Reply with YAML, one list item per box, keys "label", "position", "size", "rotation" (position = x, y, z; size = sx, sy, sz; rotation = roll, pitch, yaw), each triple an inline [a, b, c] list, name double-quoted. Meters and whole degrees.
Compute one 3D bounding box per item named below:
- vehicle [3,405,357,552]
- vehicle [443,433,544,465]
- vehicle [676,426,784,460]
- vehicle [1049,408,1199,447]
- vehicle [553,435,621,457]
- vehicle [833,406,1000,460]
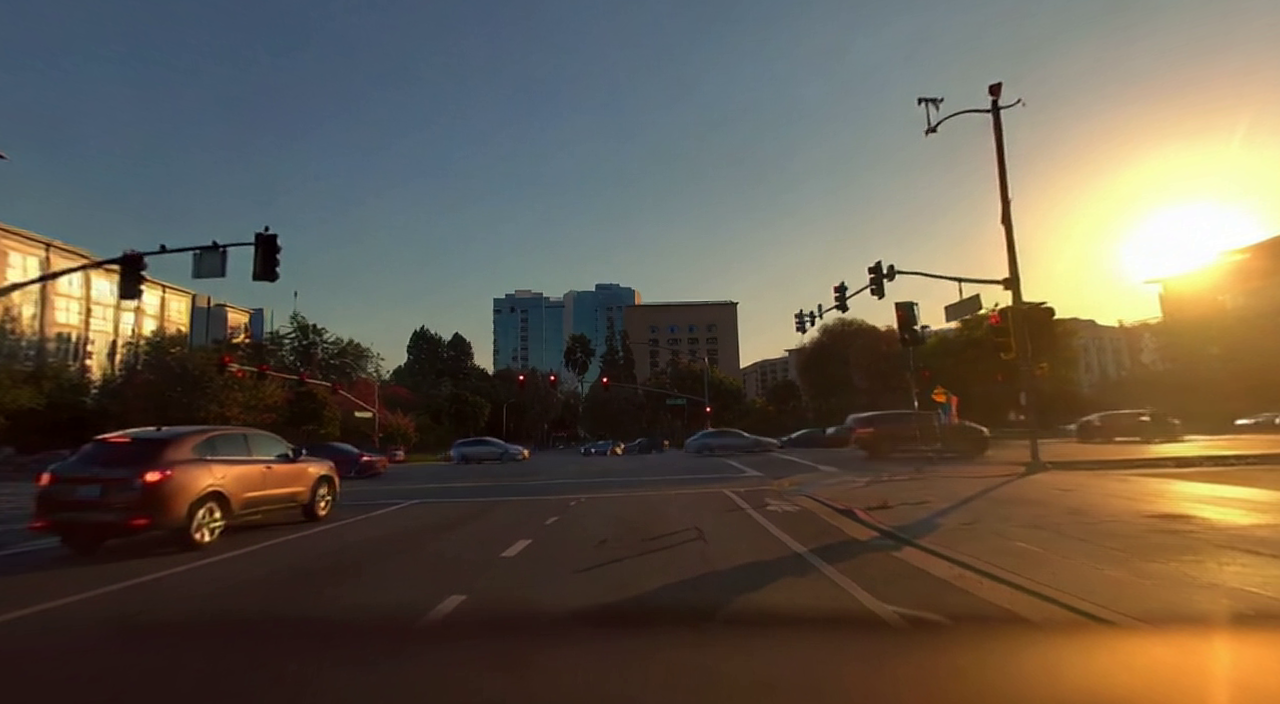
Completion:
- label: "vehicle"
  position: [-6.386, 1.815, 9.684]
  size: [1.785, 1.678, 4.729]
  rotation: [0, -9, 1]
- label: "vehicle"
  position: [-7.409, 4.954, 32.090]
  size: [4.591, 1.525, 1.836]
  rotation: [-1, -9, 6]
- label: "vehicle"
  position: [3.894, 4.021, 27.702]
  size: [4.515, 1.422, 1.802]
  rotation: [-1, -9, 6]
- label: "vehicle"
  position: [19.547, 3.092, 25.630]
  size: [4.429, 1.489, 1.773]
  rotation: [-1, -9, 6]
- label: "vehicle"
  position: [-3.604, 6.491, 43.363]
  size: [4.459, 1.477, 1.754]
  rotation: [-1, -9, 6]
- label: "vehicle"
  position: [9.890, 2.982, 22.945]
  size: [5.084, 1.824, 2.050]
  rotation: [-1, -9, 5]
